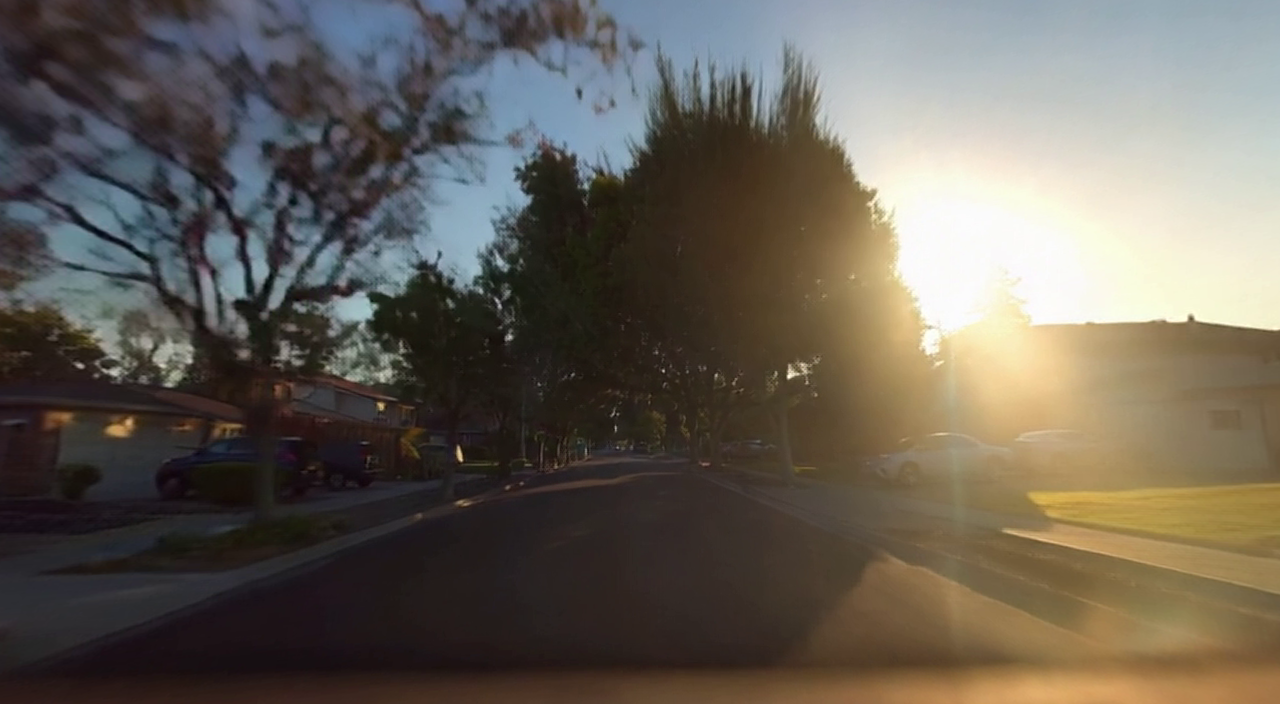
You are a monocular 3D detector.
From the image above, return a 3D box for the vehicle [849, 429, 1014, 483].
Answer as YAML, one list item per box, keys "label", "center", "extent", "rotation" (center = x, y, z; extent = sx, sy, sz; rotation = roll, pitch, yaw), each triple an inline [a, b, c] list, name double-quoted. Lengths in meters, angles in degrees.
- label: "vehicle"
  center: [9.750, 3.516, 21.435]
  extent: [4.582, 1.719, 1.947]
  rotation: [0, -8, -1]

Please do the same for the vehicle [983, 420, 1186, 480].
- label: "vehicle"
  center: [15.220, 3.408, 21.889]
  extent: [5.395, 1.917, 2.153]
  rotation: [1, -9, -2]

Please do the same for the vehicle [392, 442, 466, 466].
- label: "vehicle"
  center: [-13.893, 6.712, 41.786]
  extent: [4.190, 1.529, 1.880]
  rotation: [0, -8, -4]

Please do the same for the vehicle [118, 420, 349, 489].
- label: "vehicle"
  center: [-12.511, 3.195, 19.801]
  extent: [5.618, 1.997, 2.201]
  rotation: [0, -9, -1]
